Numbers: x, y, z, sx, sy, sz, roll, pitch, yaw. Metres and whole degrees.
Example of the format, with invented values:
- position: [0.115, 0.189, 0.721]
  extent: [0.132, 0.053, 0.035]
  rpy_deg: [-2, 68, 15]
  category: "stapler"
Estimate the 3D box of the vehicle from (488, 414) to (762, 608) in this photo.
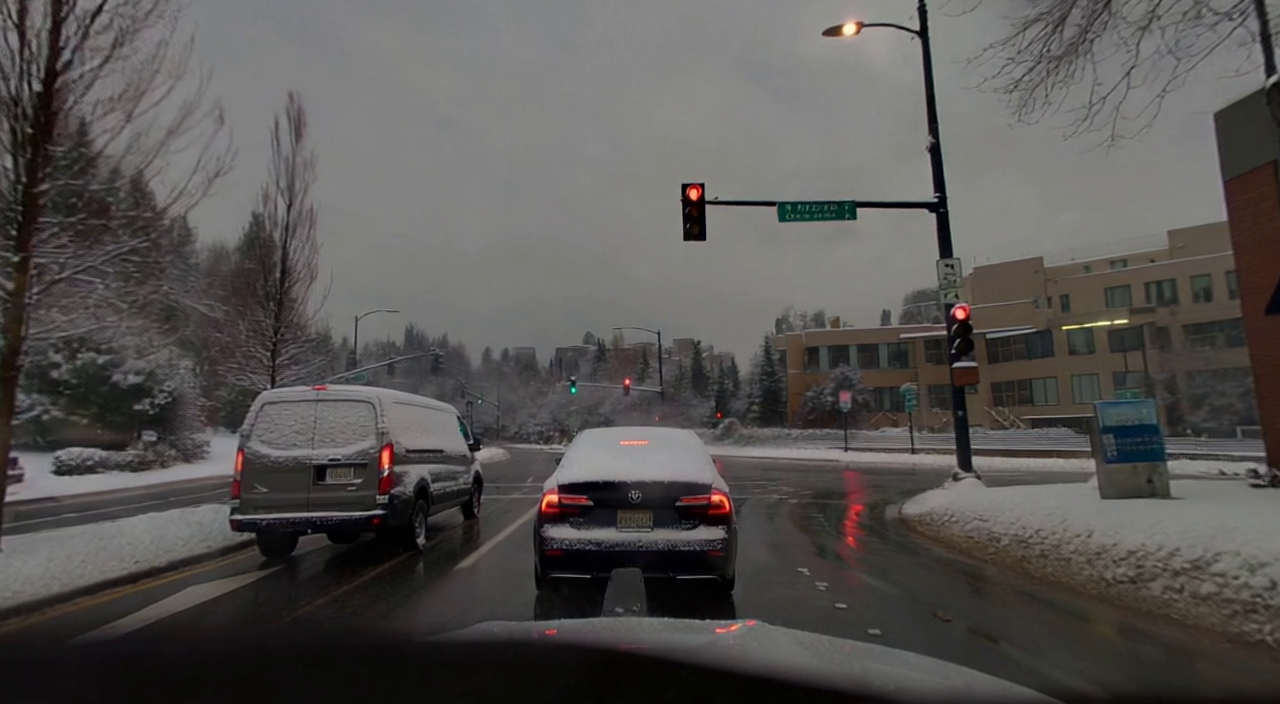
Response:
- position: [-0.116, 1.466, 6.781]
  extent: [2.064, 1.452, 3.942]
  rpy_deg: [0, -8, 0]
  category: "vehicle"

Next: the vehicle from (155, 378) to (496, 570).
- position: [-3.582, 1.498, 8.603]
  extent: [2.076, 1.820, 5.100]
  rpy_deg: [0, -8, -1]
  category: "vehicle"
